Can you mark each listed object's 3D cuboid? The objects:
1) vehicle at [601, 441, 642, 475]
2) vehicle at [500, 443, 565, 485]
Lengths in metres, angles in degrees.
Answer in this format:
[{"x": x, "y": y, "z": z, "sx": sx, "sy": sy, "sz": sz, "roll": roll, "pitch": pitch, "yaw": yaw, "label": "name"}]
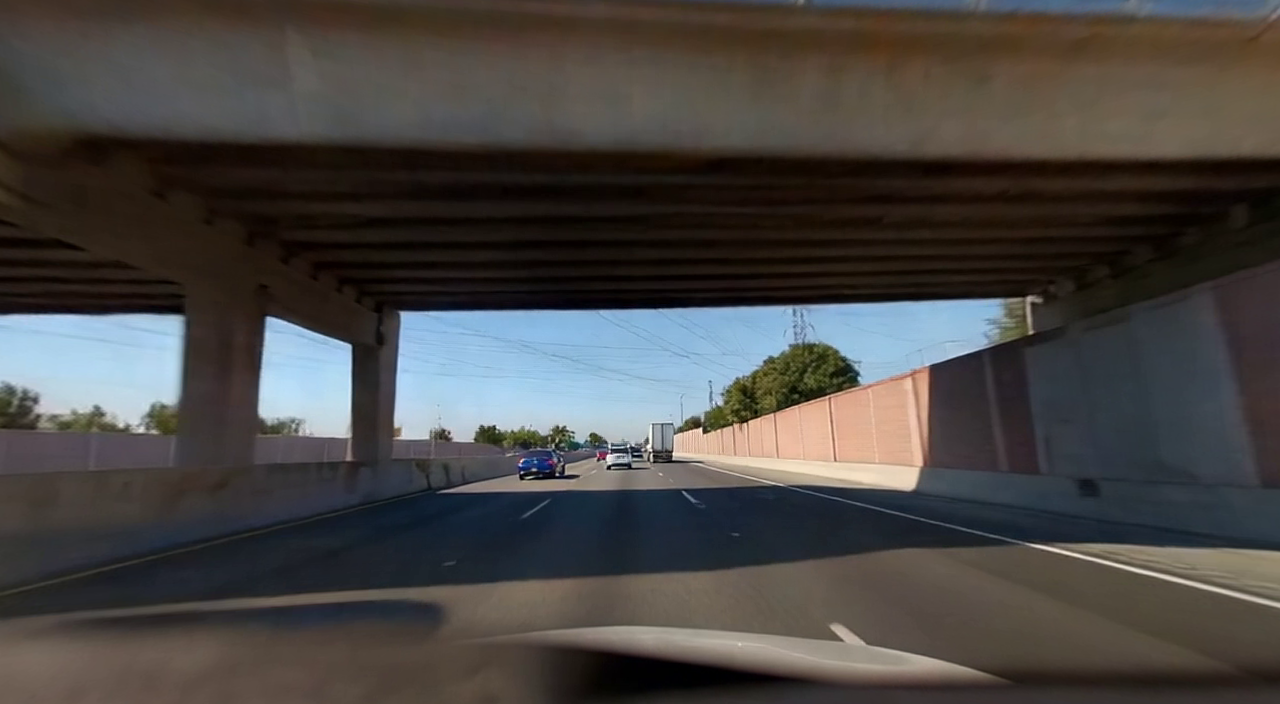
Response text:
[{"x": -0.912, "y": 5.465, "z": 32.376, "sx": 2.004, "sy": 1.615, "sz": 4.113, "roll": 0, "pitch": -9, "yaw": 0, "label": "vehicle"}, {"x": -4.276, "y": 4.516, "z": 25.530, "sx": 1.987, "sy": 1.548, "sz": 3.981, "roll": 0, "pitch": -9, "yaw": -1, "label": "vehicle"}]
